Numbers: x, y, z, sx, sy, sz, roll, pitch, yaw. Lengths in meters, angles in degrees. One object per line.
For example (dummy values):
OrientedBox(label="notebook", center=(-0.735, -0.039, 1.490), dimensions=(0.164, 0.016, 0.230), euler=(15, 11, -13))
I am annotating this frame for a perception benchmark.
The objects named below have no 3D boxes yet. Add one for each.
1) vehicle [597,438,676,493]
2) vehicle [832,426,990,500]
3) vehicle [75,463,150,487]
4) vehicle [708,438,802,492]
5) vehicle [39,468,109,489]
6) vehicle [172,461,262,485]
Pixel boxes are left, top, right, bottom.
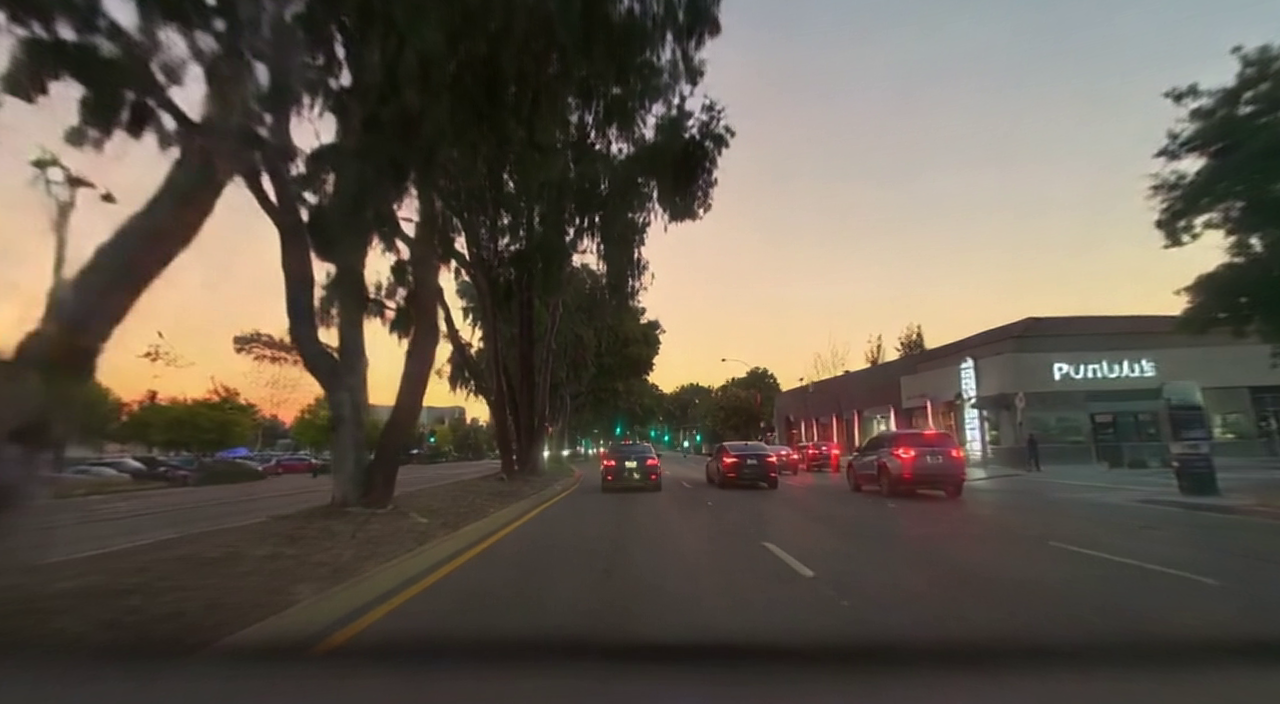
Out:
OrientedBox(label="vehicle", center=(-0.175, 3.347, 18.967), dimensions=(2.101, 1.444, 4.248), euler=(0, -9, -2))
OrientedBox(label="vehicle", center=(7.070, 2.957, 17.208), dimensions=(2.052, 1.708, 4.842), euler=(0, -9, -1))
OrientedBox(label="vehicle", center=(-41.124, 9.607, 49.407), dimensions=(1.864, 1.585, 4.629), euler=(-2, -8, 0))
OrientedBox(label="vehicle", center=(3.403, 3.428, 19.520), dimensions=(1.993, 1.477, 4.240), euler=(0, -9, -2))
OrientedBox(label="vehicle", center=(-43.932, 9.811, 49.146), dimensions=(1.926, 1.430, 3.780), euler=(0, -9, -1))
OrientedBox(label="vehicle", center=(-28.230, 8.076, 42.283), dimensions=(4.693, 1.499, 1.838), euler=(0, -9, 0))
